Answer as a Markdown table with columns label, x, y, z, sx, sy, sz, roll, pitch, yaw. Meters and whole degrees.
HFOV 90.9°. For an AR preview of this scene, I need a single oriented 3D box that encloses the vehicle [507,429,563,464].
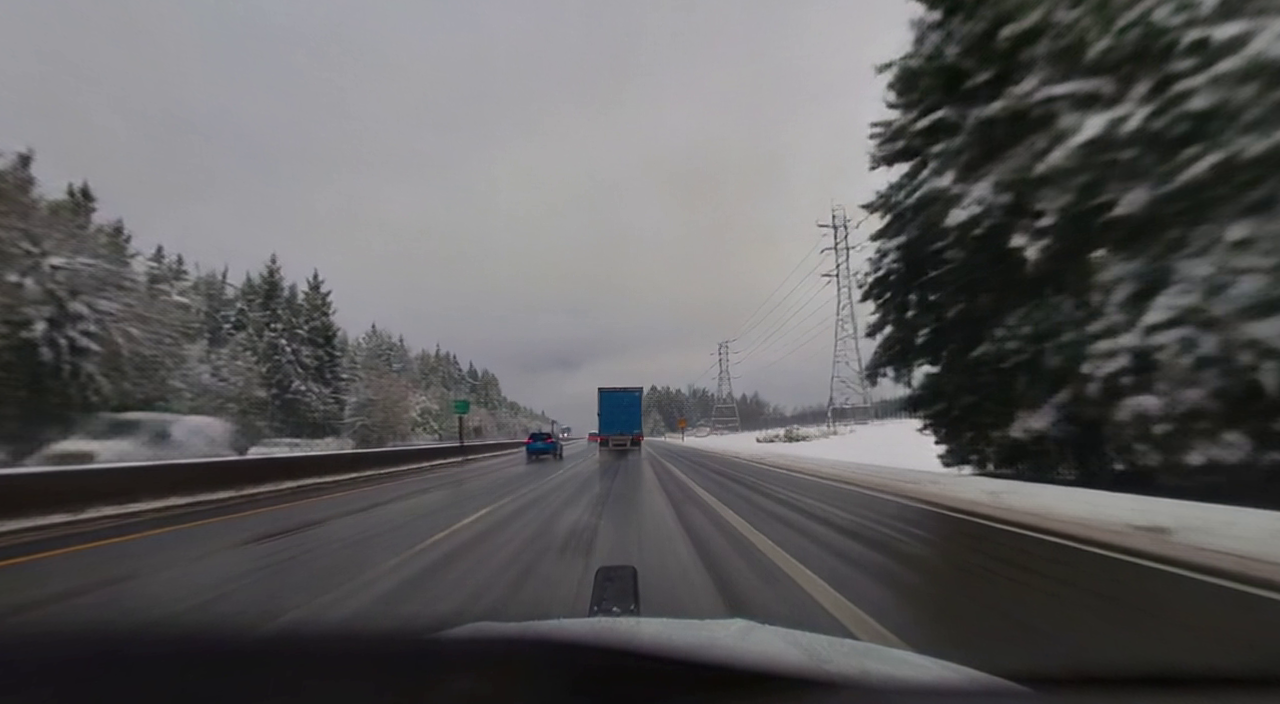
| label | x | y | z | sx | sy | sz | roll | pitch | yaw |
| --- | --- | --- | --- | --- | --- | --- | --- | --- | --- |
| vehicle | -5.202 | 4.732 | 31.788 | 2.117 | 1.618 | 4.480 | 0 | -8 | 0 |

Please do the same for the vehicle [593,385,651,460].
| label | x | y | z | sx | sy | sz | roll | pitch | yaw |
| --- | --- | --- | --- | --- | --- | --- | --- | --- | --- |
| vehicle | -1.091 | 4.277 | 37.301 | 2.955 | 3.851 | 9.915 | 0 | -8 | -2 |

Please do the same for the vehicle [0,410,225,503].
| label | x | y | z | sx | sy | sz | roll | pitch | yaw |
| --- | --- | --- | --- | --- | --- | --- | --- | --- | --- |
| vehicle | -12.608 | 2.419 | 15.090 | 2.155 | 1.864 | 4.737 | 0 | -8 | -2 |
